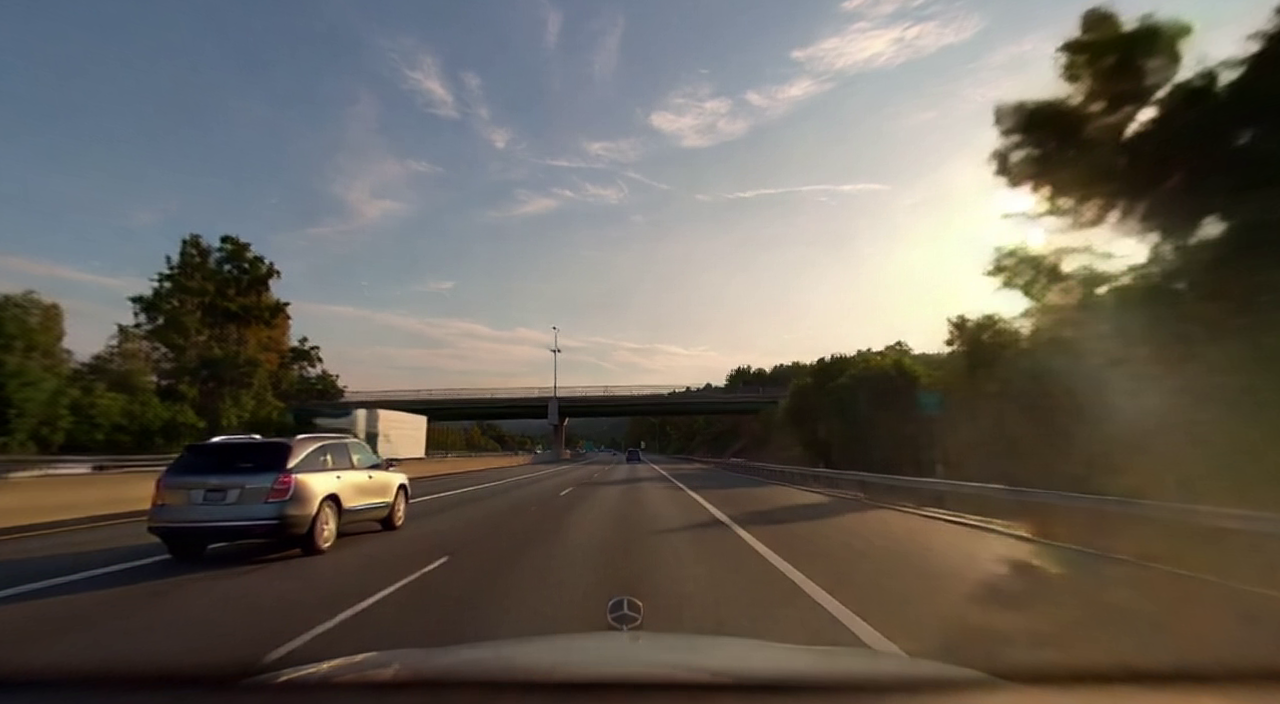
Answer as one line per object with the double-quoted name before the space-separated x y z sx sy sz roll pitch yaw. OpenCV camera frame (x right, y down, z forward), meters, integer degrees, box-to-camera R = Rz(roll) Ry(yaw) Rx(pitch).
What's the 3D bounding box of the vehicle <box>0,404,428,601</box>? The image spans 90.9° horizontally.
"vehicle" -4.648 1.708 8.066 2.221 1.750 4.706 0 -9 0
